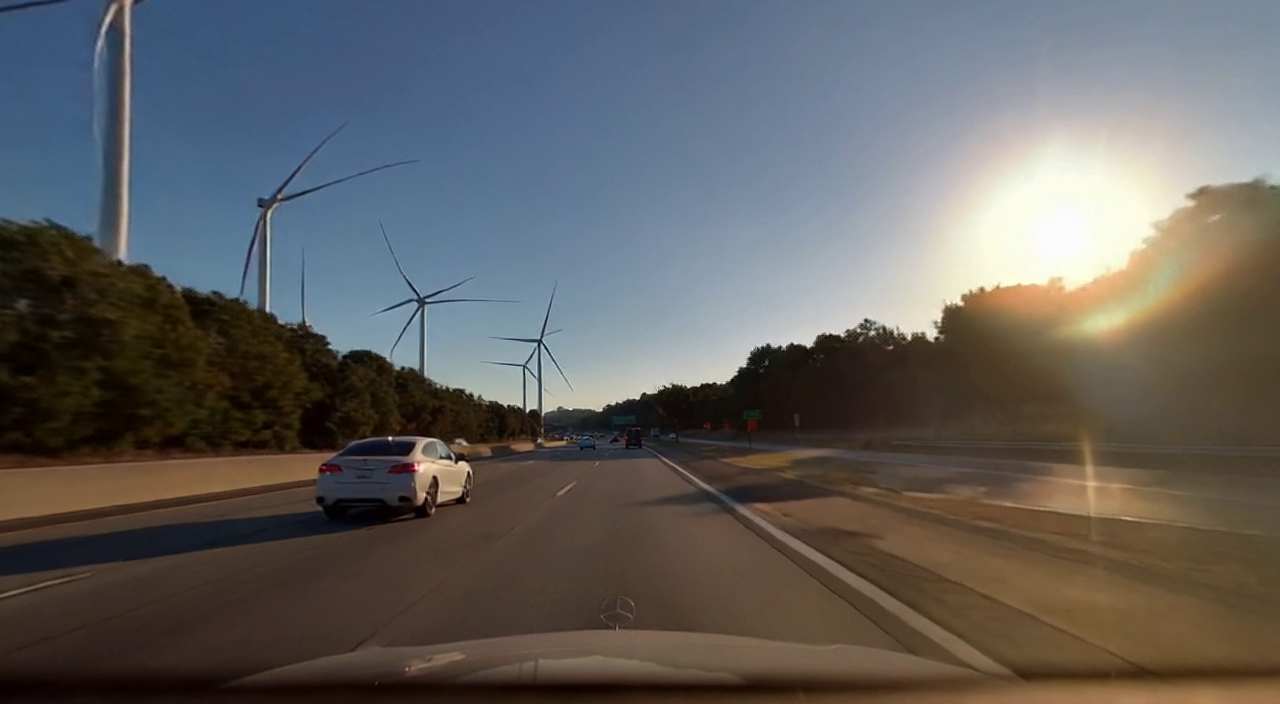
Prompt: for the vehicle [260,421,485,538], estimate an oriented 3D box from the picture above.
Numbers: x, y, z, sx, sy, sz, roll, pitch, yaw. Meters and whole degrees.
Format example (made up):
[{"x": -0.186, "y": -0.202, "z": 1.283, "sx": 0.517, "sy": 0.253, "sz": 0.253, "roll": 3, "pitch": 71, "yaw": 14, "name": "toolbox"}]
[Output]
[{"x": -3.999, "y": 1.947, "z": 10.290, "sx": 1.950, "sy": 1.511, "sz": 3.965, "roll": 0, "pitch": -8, "yaw": -1, "name": "vehicle"}]
